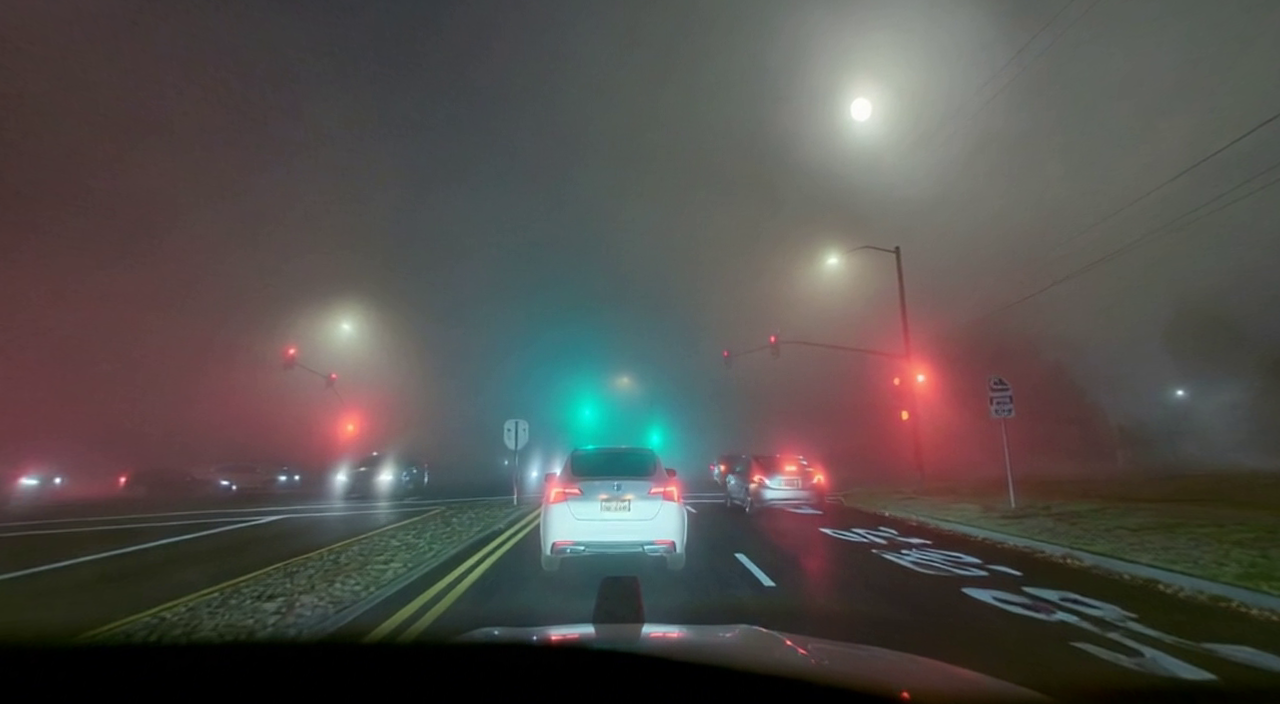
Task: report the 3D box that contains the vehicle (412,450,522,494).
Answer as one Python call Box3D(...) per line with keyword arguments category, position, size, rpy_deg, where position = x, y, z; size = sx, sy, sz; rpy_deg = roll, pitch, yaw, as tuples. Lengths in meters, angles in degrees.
Box3D(category="vehicle", position=(-8.830, 6.007, 32.141), size=(5.500, 2.012, 2.201), rpy_deg=(-5, -10, 32))

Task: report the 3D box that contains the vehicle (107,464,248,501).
Box3D(category="vehicle", position=(-20.086, 5.683, 27.660), size=(4.548, 1.449, 1.802), rpy_deg=(2, -9, -13))

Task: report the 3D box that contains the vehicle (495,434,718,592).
Box3D(category="vehicle", position=(-0.359, 1.858, 8.203), size=(2.112, 1.479, 4.264), rpy_deg=(0, -9, -1))

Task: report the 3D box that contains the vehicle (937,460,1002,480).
Box3D(category="vehicle", position=(25.928, 9.282, 49.762), size=(4.358, 1.471, 1.875), rpy_deg=(2, -9, -16))

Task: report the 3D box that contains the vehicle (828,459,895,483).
Box3D(category="vehicle", position=(16.459, 8.804, 47.059), size=(4.337, 1.637, 1.860), rpy_deg=(2, -9, -16))

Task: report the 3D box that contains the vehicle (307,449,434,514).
Box3D(category="vehicle", position=(-7.377, 3.545, 17.899), size=(2.078, 1.534, 4.646), rpy_deg=(1, -9, -8))

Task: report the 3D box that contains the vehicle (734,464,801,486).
Box3D(category="vehicle", position=(9.039, 8.740, 45.037), size=(4.254, 1.359, 1.895), rpy_deg=(2, -9, -16))
